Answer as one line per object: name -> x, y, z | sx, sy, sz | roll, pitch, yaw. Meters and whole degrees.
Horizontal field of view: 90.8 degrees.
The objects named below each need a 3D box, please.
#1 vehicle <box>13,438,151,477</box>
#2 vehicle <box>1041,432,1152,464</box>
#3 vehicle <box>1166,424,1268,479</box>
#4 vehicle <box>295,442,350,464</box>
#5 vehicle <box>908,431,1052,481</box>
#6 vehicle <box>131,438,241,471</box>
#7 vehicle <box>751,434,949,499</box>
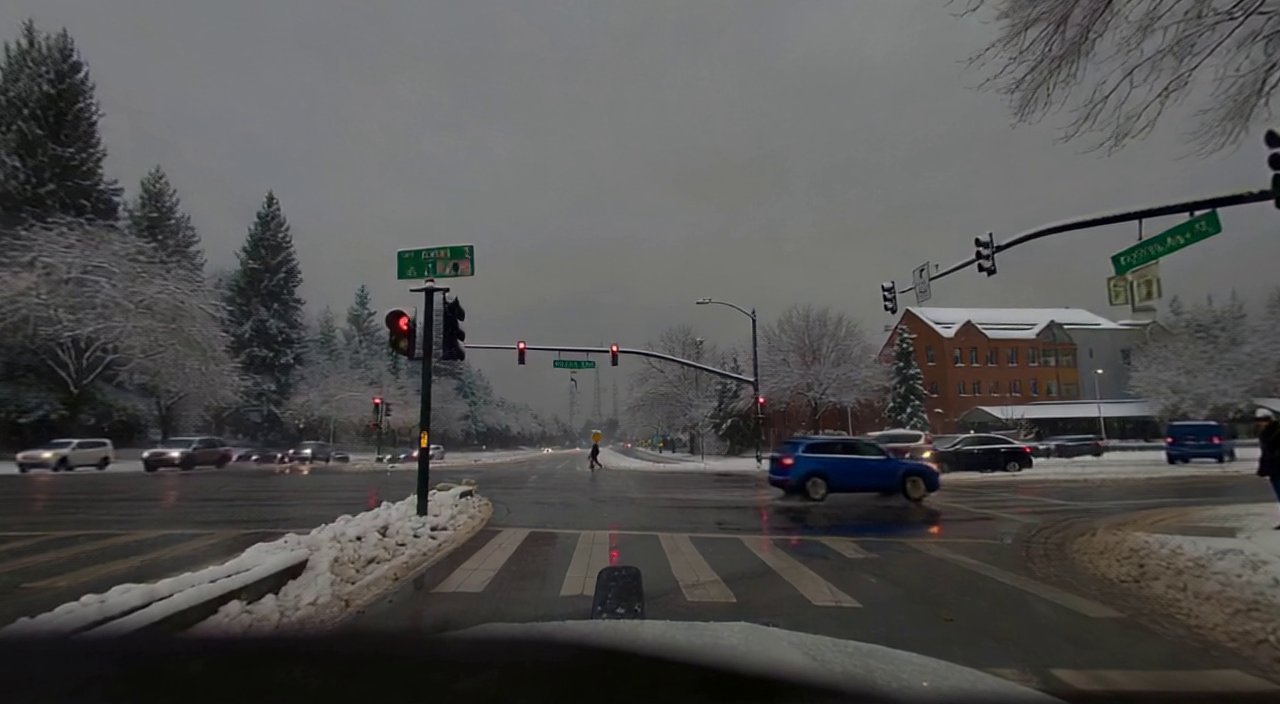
vehicle -> -31.008, 5.846, 35.486 | 2.456, 1.961, 5.978 | 0, -8, -3
vehicle -> 27.760, 5.880, 38.779 | 2.457, 1.777, 6.196 | -1, -8, 3
vehicle -> 21.419, 3.644, 23.388 | 4.509, 1.821, 2.066 | 7, -11, -40
vehicle -> -24.813, 7.925, 49.570 | 2.056, 1.604, 4.436 | 0, -8, -2
vehicle -> 12.941, 3.920, 24.068 | 4.742, 1.762, 2.180 | 3, -9, -22
vehicle -> -27.586, 6.248, 38.742 | 2.388, 1.858, 6.056 | 0, -8, -2
vehicle -> 5.214, 2.900, 16.183 | 4.312, 1.540, 2.007 | 0, -8, -1
